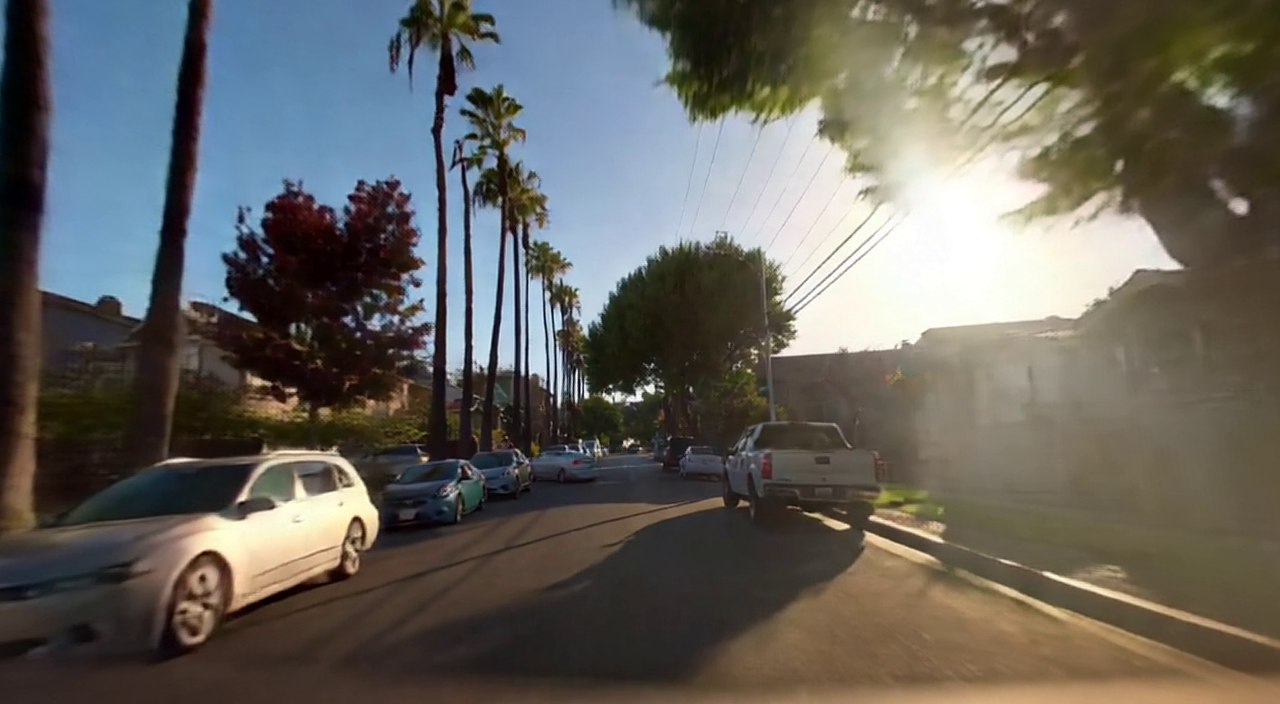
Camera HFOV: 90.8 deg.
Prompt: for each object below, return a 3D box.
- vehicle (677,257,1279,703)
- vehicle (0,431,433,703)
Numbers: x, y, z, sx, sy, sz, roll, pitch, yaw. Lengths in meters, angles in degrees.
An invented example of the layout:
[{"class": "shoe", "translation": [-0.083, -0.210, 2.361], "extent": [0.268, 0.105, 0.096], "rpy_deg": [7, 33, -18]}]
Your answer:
[{"class": "vehicle", "translation": [1.846, 1.225, 3.273], "extent": [2.966, 2.216, 4.279], "rpy_deg": [0, -9, -1]}, {"class": "vehicle", "translation": [-3.984, 1.586, 5.865], "extent": [2.130, 1.543, 5.386], "rpy_deg": [0, -9, 2]}]
